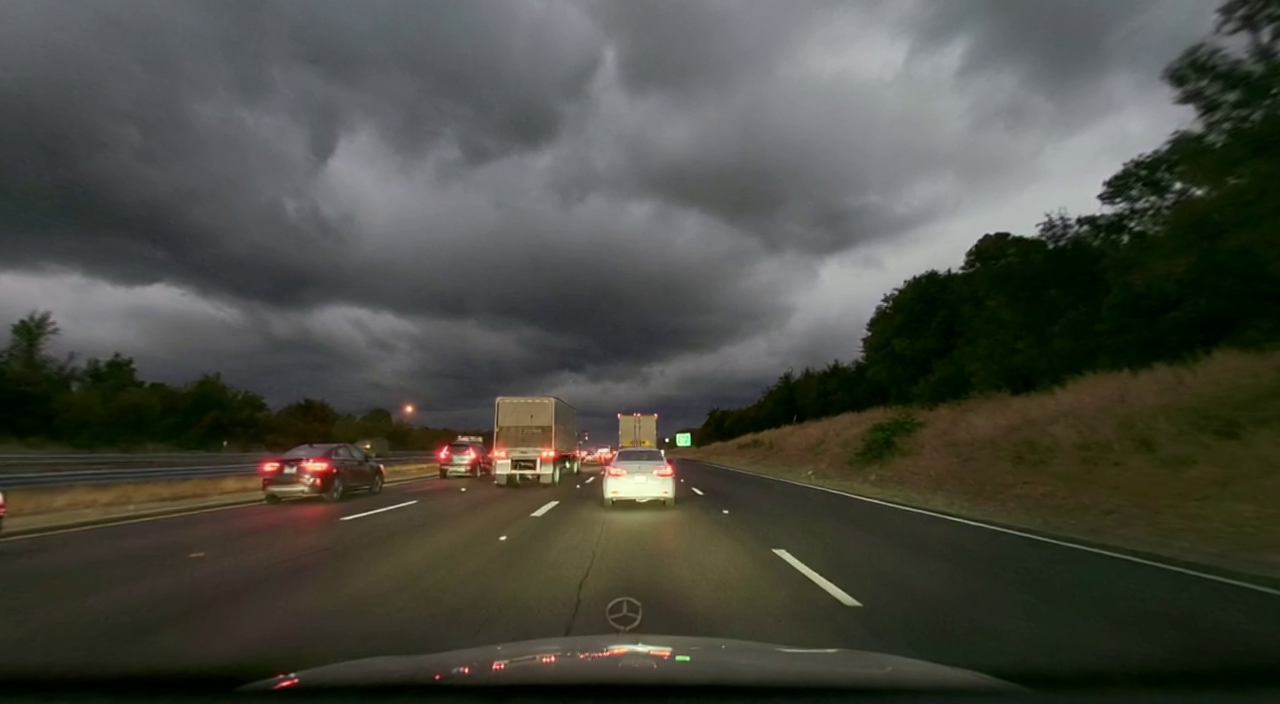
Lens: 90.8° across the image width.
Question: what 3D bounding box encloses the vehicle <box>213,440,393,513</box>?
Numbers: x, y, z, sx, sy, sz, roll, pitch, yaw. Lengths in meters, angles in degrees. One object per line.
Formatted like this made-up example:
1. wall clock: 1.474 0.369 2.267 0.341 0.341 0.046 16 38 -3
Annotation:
1. vehicle: -8.037 2.994 15.690 1.879 1.521 4.623 -1 -9 1

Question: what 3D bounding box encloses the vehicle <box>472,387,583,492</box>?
1. vehicle: -3.931 3.381 23.992 2.812 3.342 7.248 -1 -9 1

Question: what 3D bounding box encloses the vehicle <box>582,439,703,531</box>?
1. vehicle: 0.010 2.472 12.229 1.995 1.495 3.380 0 -9 -1

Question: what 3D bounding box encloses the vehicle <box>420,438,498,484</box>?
1. vehicle: -7.558 4.575 26.787 1.952 1.746 4.332 -1 -9 1
